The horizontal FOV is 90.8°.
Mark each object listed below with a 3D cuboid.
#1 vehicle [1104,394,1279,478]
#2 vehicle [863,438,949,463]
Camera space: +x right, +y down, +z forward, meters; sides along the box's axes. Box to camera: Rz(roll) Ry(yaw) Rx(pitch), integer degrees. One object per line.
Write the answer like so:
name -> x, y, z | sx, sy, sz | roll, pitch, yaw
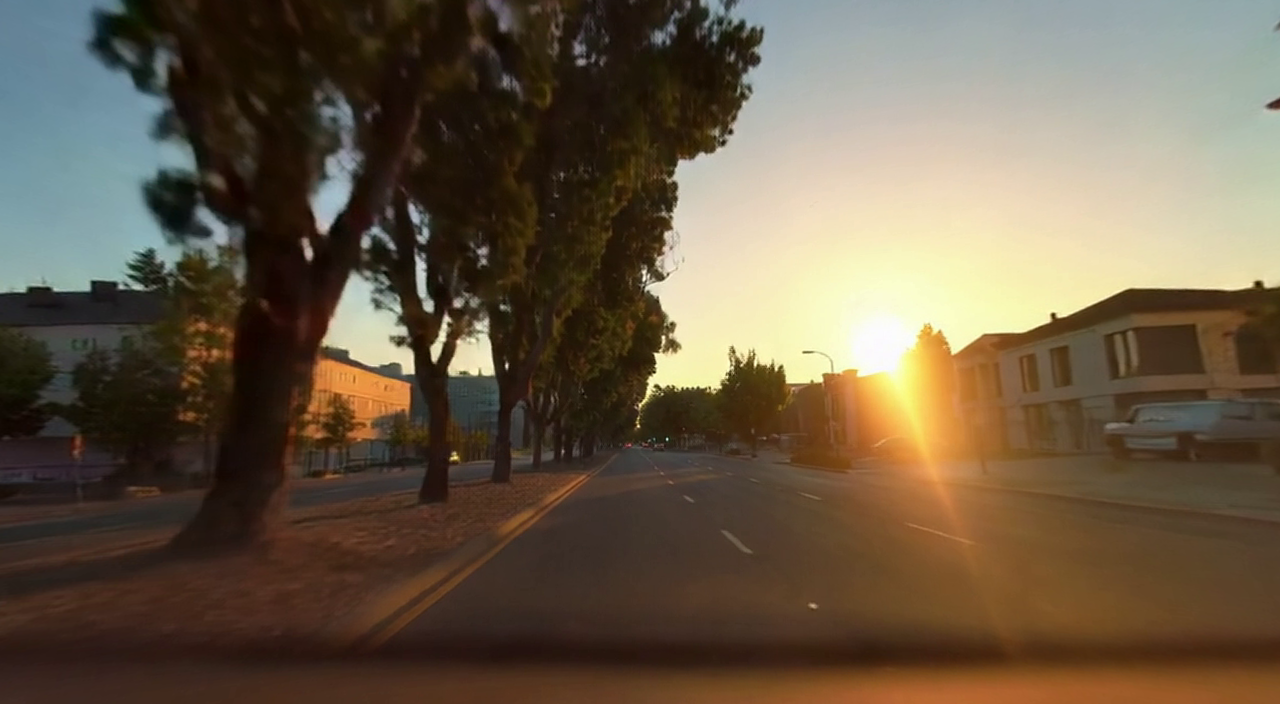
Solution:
vehicle -> 21.652, 3.319, 24.619 | 2.400, 2.851, 5.992 | 0, -9, 0
vehicle -> 16.890, 6.249, 40.257 | 4.505, 1.498, 2.068 | 0, -9, -3
